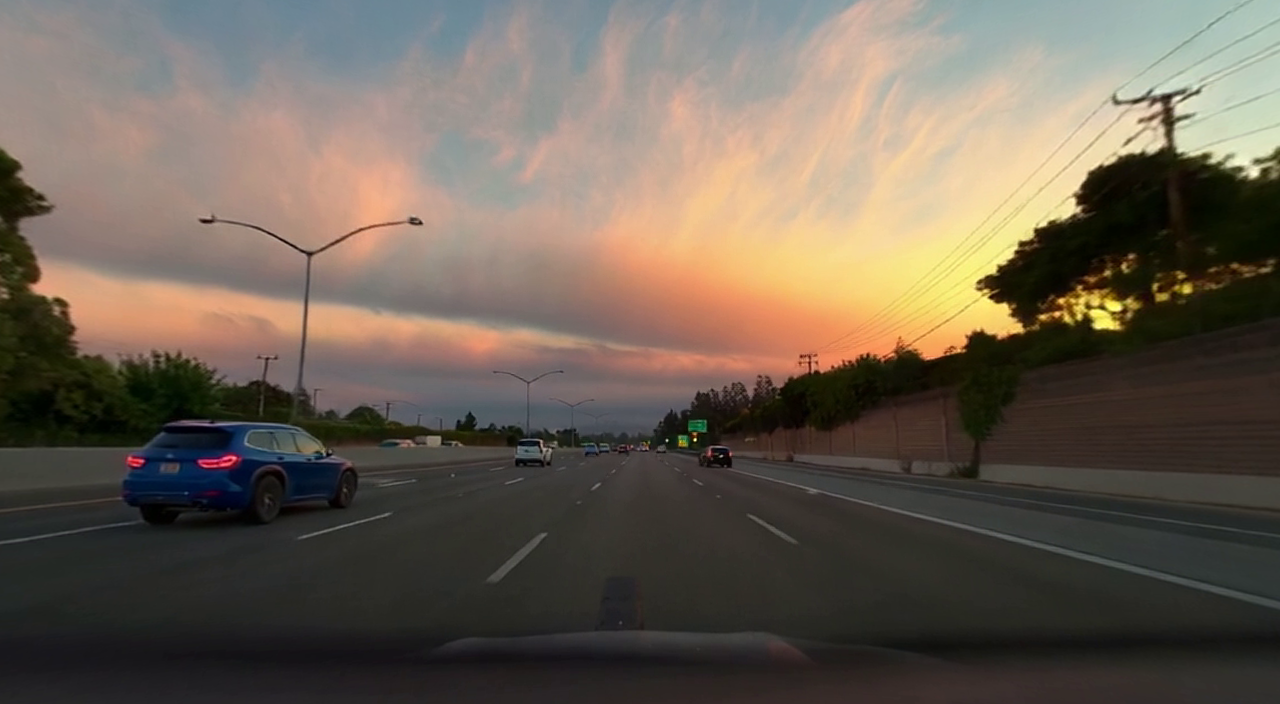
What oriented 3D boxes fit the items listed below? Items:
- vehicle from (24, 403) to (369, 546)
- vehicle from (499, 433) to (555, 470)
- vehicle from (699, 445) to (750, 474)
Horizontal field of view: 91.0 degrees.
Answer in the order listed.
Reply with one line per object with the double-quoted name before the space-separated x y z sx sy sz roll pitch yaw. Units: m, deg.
"vehicle" -6.384 1.836 9.991 2.058 1.698 4.567 1 -9 1
"vehicle" -6.359 5.690 36.042 2.255 1.934 4.868 1 -9 0
"vehicle" 4.805 6.176 36.442 2.251 1.520 4.550 1 -9 -1
